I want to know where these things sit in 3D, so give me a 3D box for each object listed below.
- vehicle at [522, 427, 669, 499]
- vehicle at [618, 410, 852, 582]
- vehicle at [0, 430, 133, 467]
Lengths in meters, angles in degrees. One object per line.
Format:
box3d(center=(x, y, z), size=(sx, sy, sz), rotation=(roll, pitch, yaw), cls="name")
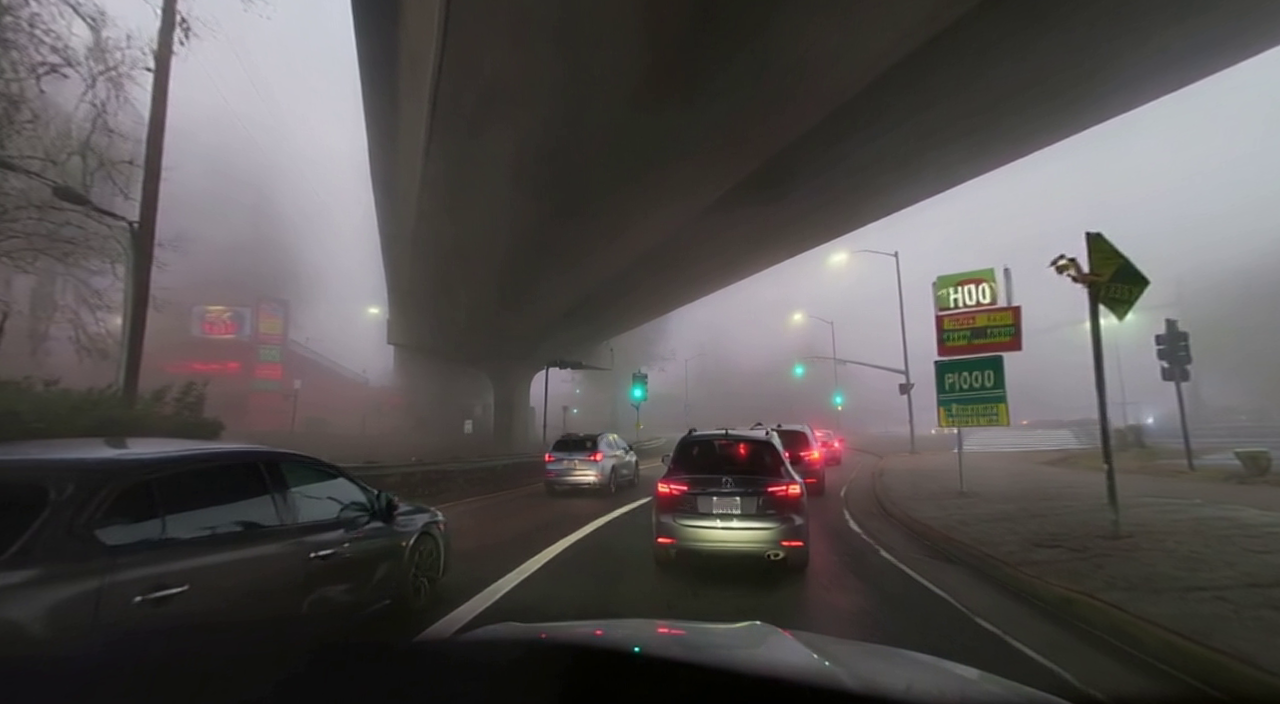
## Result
box3d(center=(-0.906, 2.758, 16.099), size=(2.214, 1.519, 4.704), rotation=(-3, -9, 17), cls="vehicle")
box3d(center=(1.260, 1.670, 8.204), size=(2.195, 1.571, 4.353), rotation=(-2, -9, 10), cls="vehicle")
box3d(center=(-33.110, 5.549, 36.315), size=(5.457, 2.021, 2.213), rotation=(2, -9, -14), cls="vehicle")
